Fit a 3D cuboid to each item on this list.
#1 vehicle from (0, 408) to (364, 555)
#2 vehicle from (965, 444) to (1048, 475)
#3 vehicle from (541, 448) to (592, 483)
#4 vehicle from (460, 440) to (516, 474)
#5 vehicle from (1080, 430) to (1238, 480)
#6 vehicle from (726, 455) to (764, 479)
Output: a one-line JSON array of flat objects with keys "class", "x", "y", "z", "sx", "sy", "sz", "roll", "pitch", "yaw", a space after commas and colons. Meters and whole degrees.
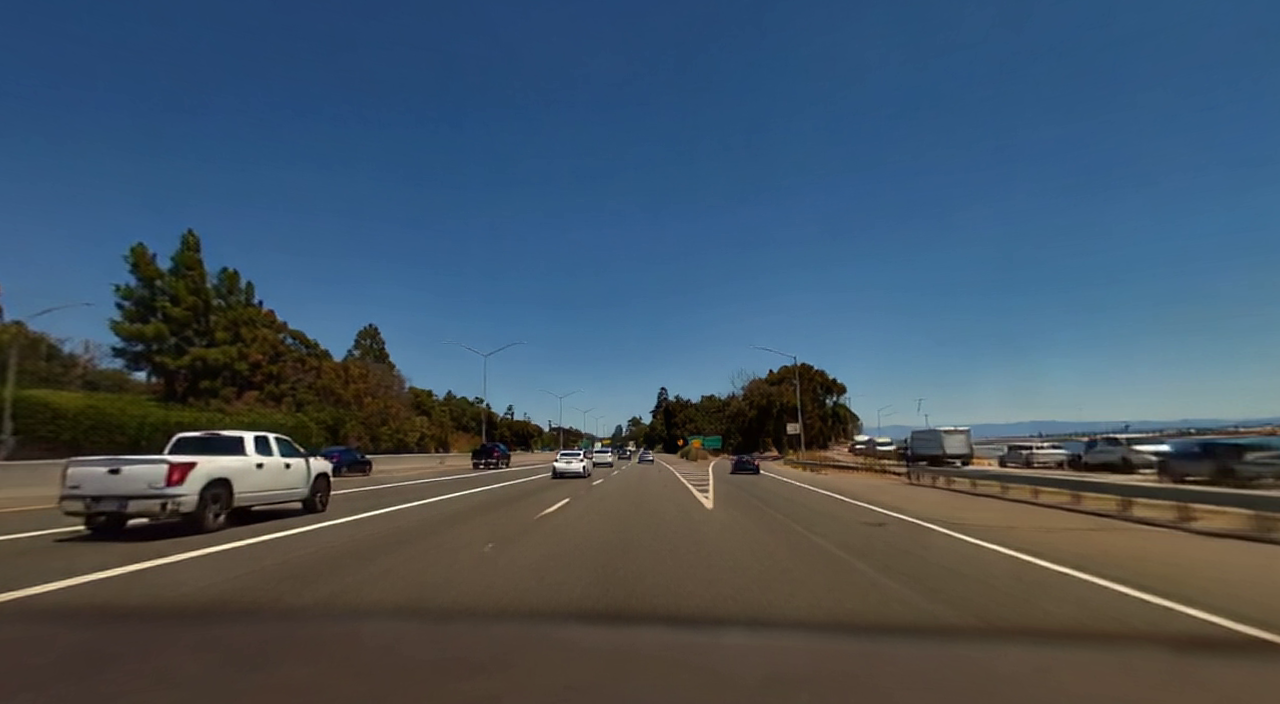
[{"class": "vehicle", "x": -7.304, "y": 2.090, "z": 10.973, "sx": 2.250, "sy": 1.870, "sz": 5.647, "roll": 0, "pitch": -9, "yaw": 2}, {"class": "vehicle", "x": 21.992, "y": 6.443, "z": 38.102, "sx": 2.097, "sy": 1.692, "sz": 5.148, "roll": -1, "pitch": -8, "yaw": 3}, {"class": "vehicle", "x": -3.910, "y": 6.127, "z": 34.360, "sx": 2.132, "sy": 1.708, "sz": 4.571, "roll": 0, "pitch": -9, "yaw": 1}, {"class": "vehicle", "x": -10.683, "y": 7.424, "z": 44.843, "sx": 2.442, "sy": 2.191, "sz": 5.760, "roll": 0, "pitch": -9, "yaw": 1}, {"class": "vehicle", "x": 24.428, "y": 4.902, "z": 30.159, "sx": 2.456, "sy": 2.117, "sz": 6.561, "roll": -1, "pitch": -9, "yaw": 5}, {"class": "vehicle", "x": 7.160, "y": 7.886, "z": 43.375, "sx": 2.153, "sy": 1.510, "sz": 4.646, "roll": 0, "pitch": -9, "yaw": 4}]
